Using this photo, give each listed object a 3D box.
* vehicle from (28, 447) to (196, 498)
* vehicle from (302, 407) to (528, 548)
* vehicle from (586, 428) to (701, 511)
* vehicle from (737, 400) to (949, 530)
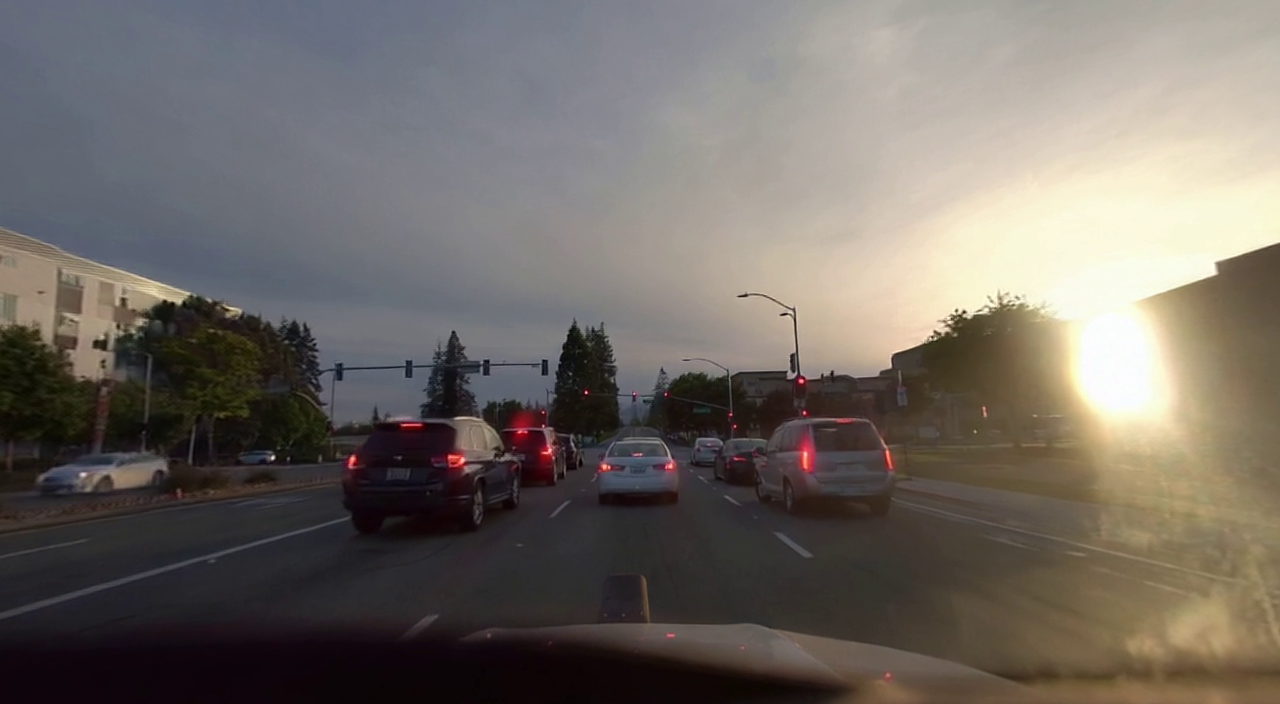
[{"bbox_3d":[-21.347,4.831,25.842,2.219,1.786,5.705,1,-8,-4],"label":"vehicle"},{"bbox_3d":[-3.134,1.843,9.867,1.912,1.703,4.261,0,-8,1],"label":"vehicle"},{"bbox_3d":[0.043,2.366,13.082,2.021,1.461,3.862,0,-8,0],"label":"vehicle"},{"bbox_3d":[3.255,1.945,11.328,2.141,1.833,4.704,0,-8,-2],"label":"vehicle"}]
